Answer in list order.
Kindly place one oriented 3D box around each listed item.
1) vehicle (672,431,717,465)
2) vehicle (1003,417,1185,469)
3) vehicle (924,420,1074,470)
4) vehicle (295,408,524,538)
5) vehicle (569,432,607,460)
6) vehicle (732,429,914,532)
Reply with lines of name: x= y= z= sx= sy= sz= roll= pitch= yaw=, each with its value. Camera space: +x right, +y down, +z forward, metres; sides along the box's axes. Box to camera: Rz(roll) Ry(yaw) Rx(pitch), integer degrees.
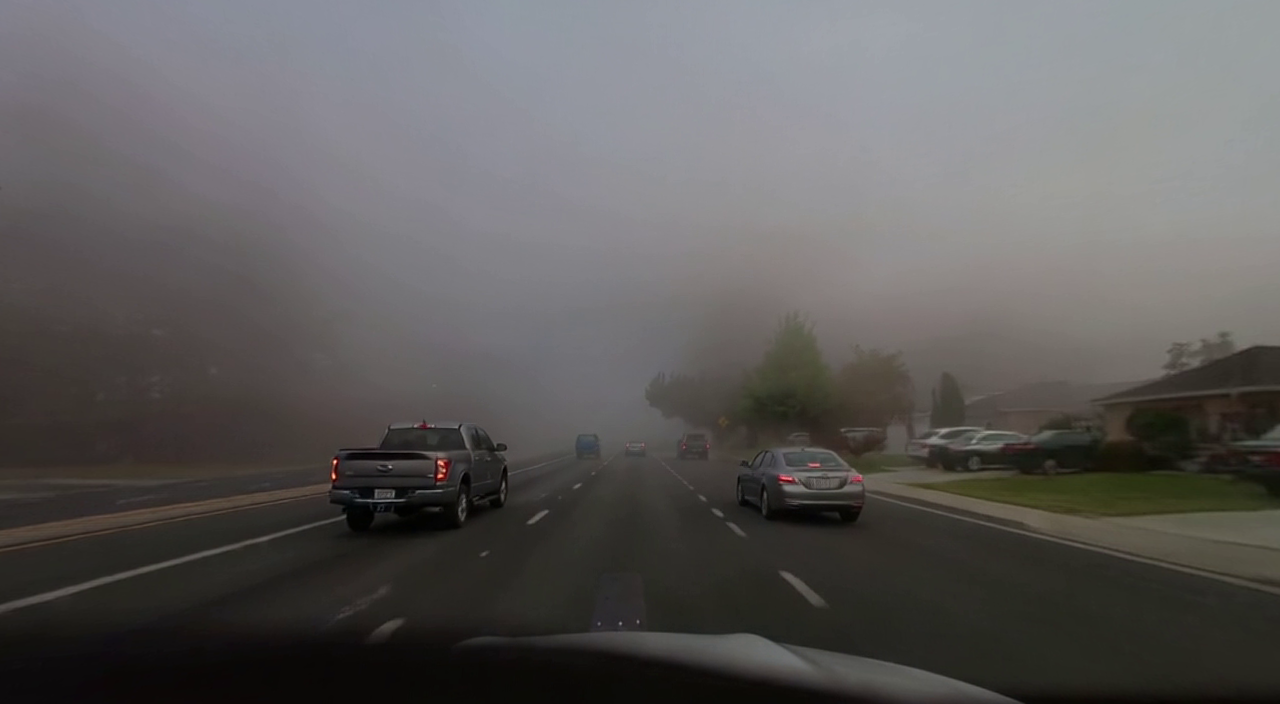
vehicle: x=3.090 y=5.549 z=36.649 sx=2.099 sy=1.845 sz=4.363 roll=0 pitch=-8 yaw=-2
vehicle: x=15.245 y=3.100 z=21.472 sx=4.530 sy=1.661 sz=2.015 roll=-1 pitch=-8 yaw=3
vehicle: x=13.977 y=3.655 z=24.825 sx=4.647 sy=1.841 sz=2.009 roll=0 pitch=-8 yaw=-2
vehicle: x=-3.614 y=2.026 z=11.269 sx=2.111 sy=1.745 sz=5.274 roll=0 pitch=-8 yaw=0
vehicle: x=-3.525 y=6.549 z=43.873 sx=2.218 sy=1.829 sz=4.492 roll=0 pitch=-8 yaw=0
vehicle: x=2.945 y=2.162 z=11.250 sx=1.884 sy=1.463 sz=4.195 roll=0 pitch=-8 yaw=-1
